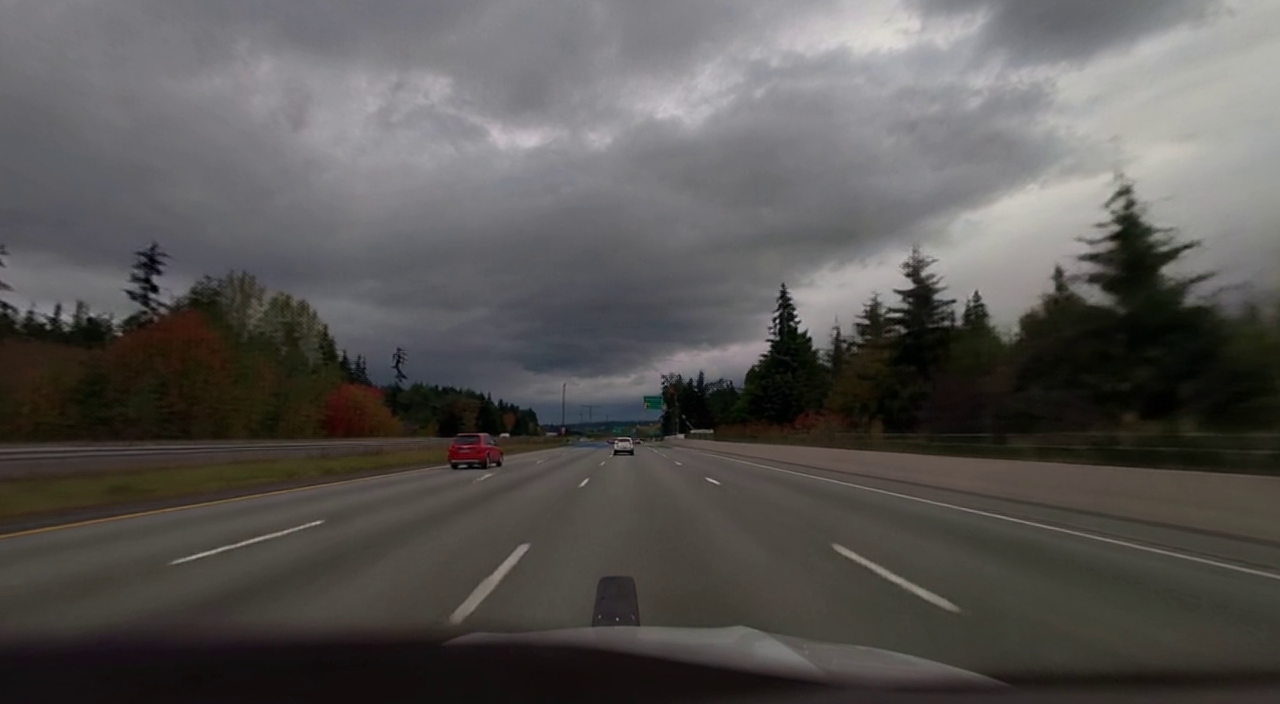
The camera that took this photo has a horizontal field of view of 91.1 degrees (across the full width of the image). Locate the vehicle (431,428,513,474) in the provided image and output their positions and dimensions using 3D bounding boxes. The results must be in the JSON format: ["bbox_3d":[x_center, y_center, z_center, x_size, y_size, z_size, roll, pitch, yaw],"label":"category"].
[{"bbox_3d":[-6.751,4.007,25.829,2.111,1.689,4.505,0,-8,0],"label":"vehicle"}]

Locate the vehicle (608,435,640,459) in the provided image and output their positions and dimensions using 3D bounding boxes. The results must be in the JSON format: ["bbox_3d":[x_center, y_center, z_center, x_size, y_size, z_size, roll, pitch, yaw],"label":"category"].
[{"bbox_3d":[-1.013,6.264,41.747,2.010,1.534,4.013,0,-8,0],"label":"vehicle"}]
